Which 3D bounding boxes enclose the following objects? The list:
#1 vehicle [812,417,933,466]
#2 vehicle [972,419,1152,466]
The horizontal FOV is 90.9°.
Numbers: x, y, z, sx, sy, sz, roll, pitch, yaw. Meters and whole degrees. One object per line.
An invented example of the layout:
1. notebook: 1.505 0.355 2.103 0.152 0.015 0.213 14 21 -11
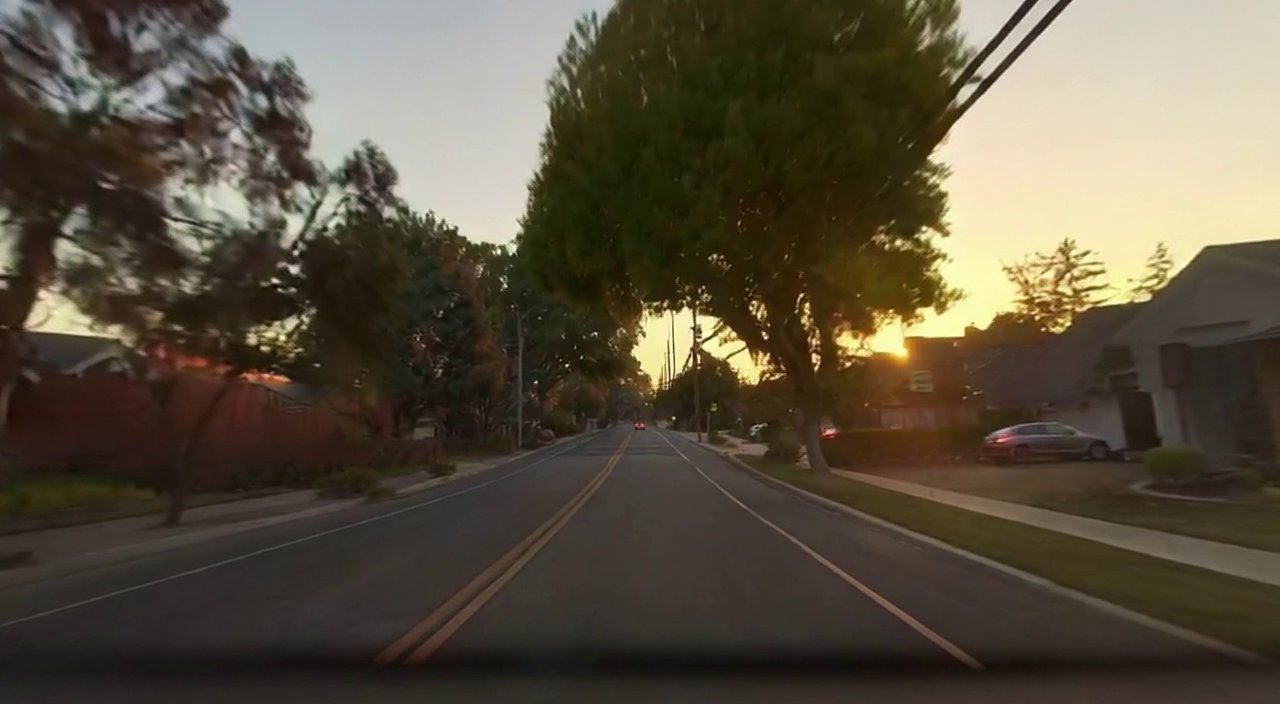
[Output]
1. vehicle: 10.582 4.159 28.767 4.707 1.794 2.303 -9 -14 29
2. vehicle: 15.044 3.318 22.923 5.046 1.548 2.174 -4 -9 24
